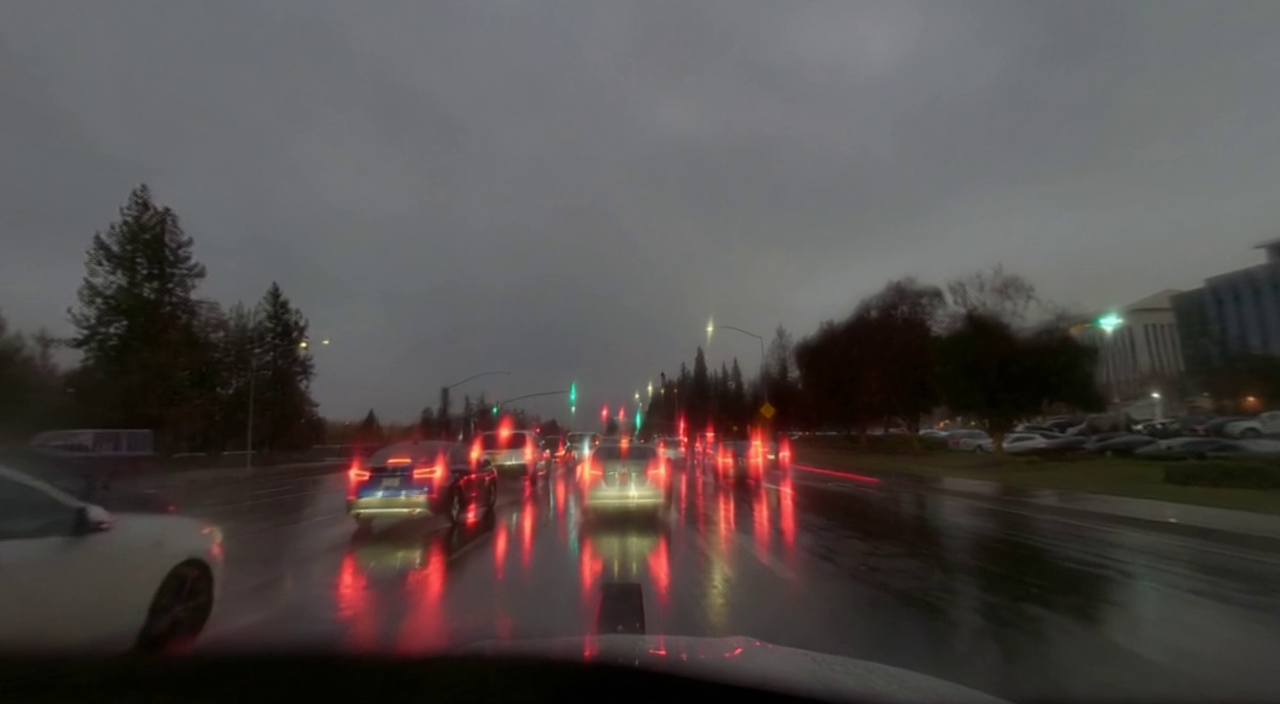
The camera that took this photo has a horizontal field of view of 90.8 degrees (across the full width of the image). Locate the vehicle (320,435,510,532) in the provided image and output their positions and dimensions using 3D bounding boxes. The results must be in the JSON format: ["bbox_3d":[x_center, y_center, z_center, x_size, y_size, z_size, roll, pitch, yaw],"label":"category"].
[{"bbox_3d":[-3.860,2.323,11.755,1.985,1.467,4.224,0,-9,0],"label":"vehicle"}]

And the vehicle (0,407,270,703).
[{"bbox_3d":[-3.711,0.934,2.351,2.052,1.475,4.341,0,-8,0],"label":"vehicle"}]

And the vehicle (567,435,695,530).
[{"bbox_3d":[-0.186,2.345,11.993,2.007,1.467,4.059,0,-8,-1],"label":"vehicle"}]

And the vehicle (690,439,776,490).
[{"bbox_3d":[2.878,3.591,20.568,1.978,1.452,4.381,0,-8,-3],"label":"vehicle"}]

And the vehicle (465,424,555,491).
[{"bbox_3d":[-3.991,3.341,20.244,2.054,1.881,4.469,0,-8,-2],"label":"vehicle"}]
